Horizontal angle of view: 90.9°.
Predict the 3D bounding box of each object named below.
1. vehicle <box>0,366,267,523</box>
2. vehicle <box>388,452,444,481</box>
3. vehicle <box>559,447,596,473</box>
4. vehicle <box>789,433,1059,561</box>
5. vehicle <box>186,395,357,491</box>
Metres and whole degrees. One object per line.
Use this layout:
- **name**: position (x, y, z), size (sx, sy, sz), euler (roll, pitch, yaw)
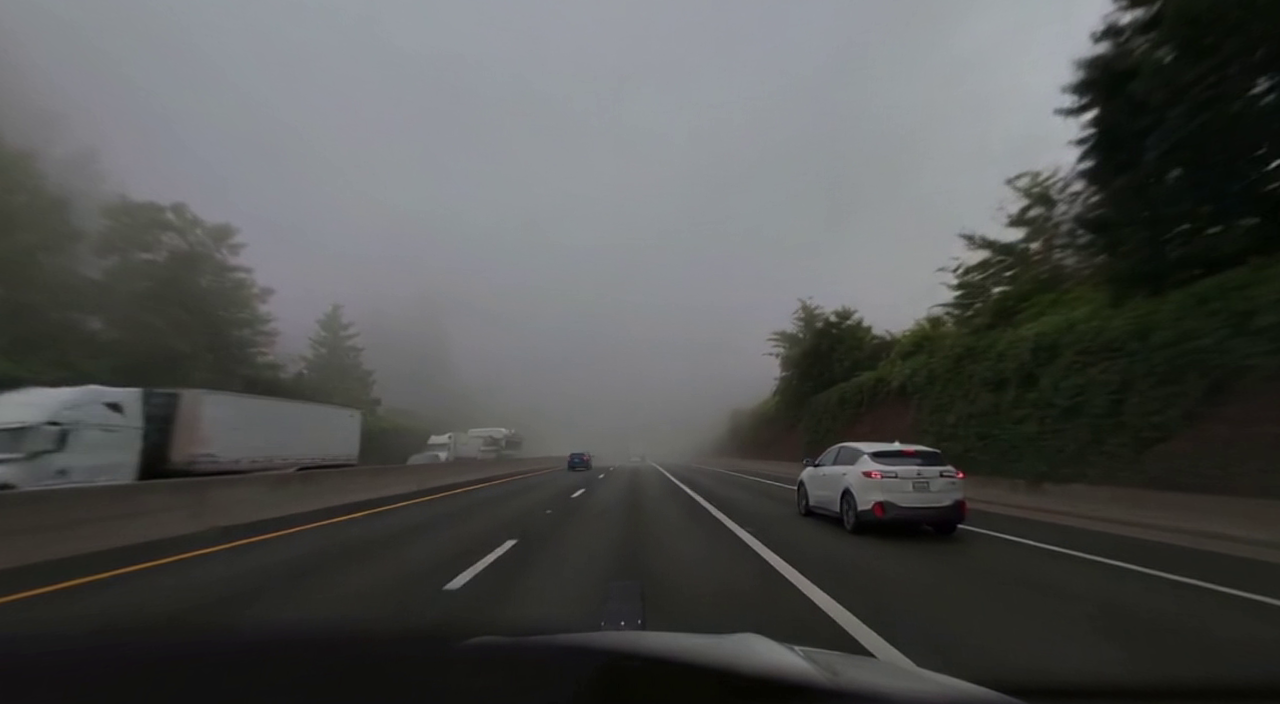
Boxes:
- **vehicle**: position (-15.733, 2.808, 19.099), size (3.010, 3.579, 9.290), euler (0, -9, 0)
- **vehicle**: position (-12.707, 6.498, 35.975), size (1.783, 1.511, 3.874), euler (1, -9, -1)
- **vehicle**: position (-3.915, 6.836, 40.125), size (1.978, 1.539, 3.924), euler (0, -9, 0)
- **vehicle**: position (3.904, 2.073, 9.734), size (2.053, 1.504, 4.386), euler (0, -9, -1)
- **vehicle**: position (-15.756, 4.058, 27.871), size (2.737, 3.637, 7.760), euler (0, -9, 0)
